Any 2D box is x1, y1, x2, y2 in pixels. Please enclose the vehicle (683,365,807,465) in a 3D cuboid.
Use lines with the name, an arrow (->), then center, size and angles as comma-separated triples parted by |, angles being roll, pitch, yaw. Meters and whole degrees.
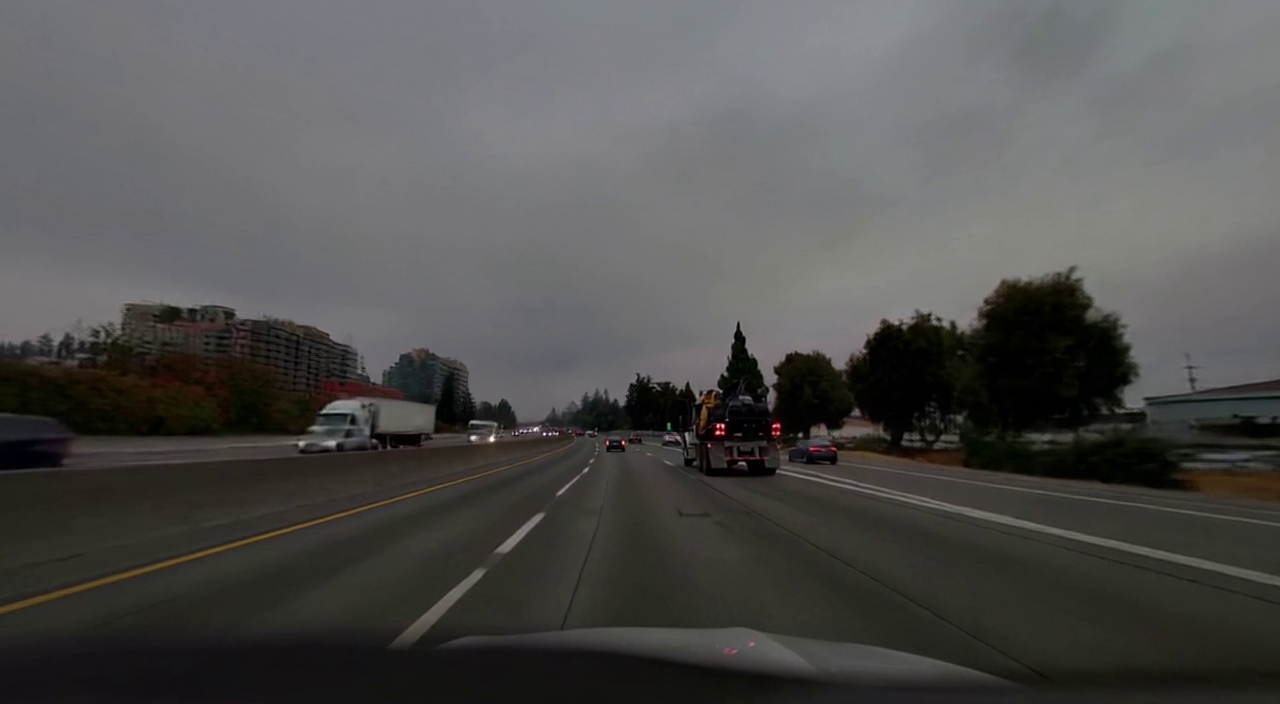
vehicle -> 3.624, 2.563, 24.207 | 2.833, 3.180, 8.004 | 1, -8, -4

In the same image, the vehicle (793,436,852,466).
vehicle -> 9.748, 5.287, 33.973 | 1.820, 1.469, 4.257 | 0, -8, -1

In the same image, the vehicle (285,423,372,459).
vehicle -> -15.682, 4.513, 32.000 | 2.205, 1.666, 4.526 | 0, -8, -2

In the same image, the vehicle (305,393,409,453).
vehicle -> -19.854, 5.229, 45.153 | 3.022, 3.791, 10.271 | 0, -8, -3
